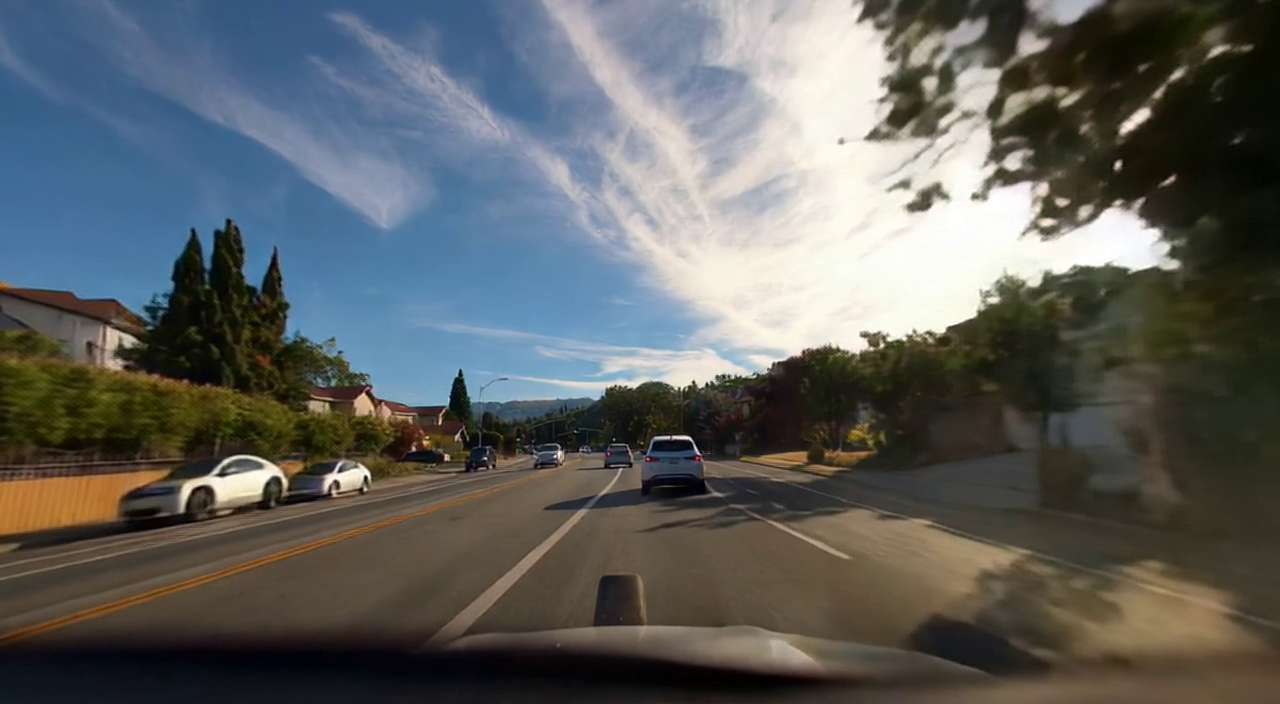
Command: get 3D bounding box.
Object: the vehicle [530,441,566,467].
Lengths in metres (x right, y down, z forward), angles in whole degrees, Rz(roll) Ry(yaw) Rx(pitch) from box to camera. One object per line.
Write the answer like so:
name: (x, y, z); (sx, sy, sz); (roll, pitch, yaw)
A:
vehicle: (-7.193, 8.040, 49.788); (2.146, 1.912, 4.878); (0, -9, -1)

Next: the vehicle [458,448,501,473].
vehicle: (-11.925, 8.070, 47.247); (2.188, 1.813, 4.478); (0, -9, -2)

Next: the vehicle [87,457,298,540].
vehicle: (-11.884, 3.847, 17.368); (2.150, 1.644, 5.120); (-6, -9, -1)

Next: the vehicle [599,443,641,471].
vehicle: (-1.166, 5.793, 35.072); (2.196, 1.449, 4.006); (0, -9, -4)

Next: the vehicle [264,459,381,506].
vehicle: (-11.512, 4.743, 23.305); (1.831, 1.464, 4.520); (0, -9, 2)

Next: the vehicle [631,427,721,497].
vehicle: (0.894, 3.155, 18.449); (2.200, 1.763, 4.676); (0, -9, -2)
